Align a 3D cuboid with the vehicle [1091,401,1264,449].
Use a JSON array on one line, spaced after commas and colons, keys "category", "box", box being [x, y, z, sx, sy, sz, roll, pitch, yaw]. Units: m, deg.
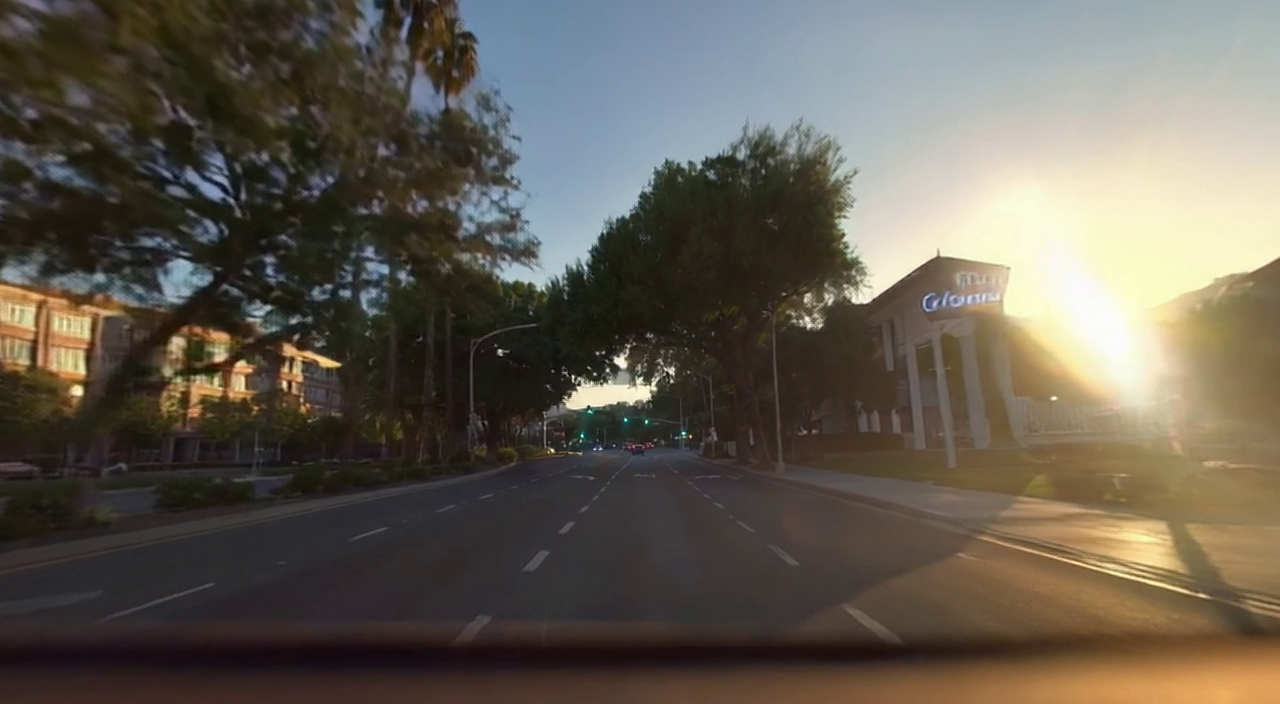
[{"category": "vehicle", "box": [22.172, 3.142, 26.381, 2.222, 1.818, 5.099, 1, -9, -11]}]
